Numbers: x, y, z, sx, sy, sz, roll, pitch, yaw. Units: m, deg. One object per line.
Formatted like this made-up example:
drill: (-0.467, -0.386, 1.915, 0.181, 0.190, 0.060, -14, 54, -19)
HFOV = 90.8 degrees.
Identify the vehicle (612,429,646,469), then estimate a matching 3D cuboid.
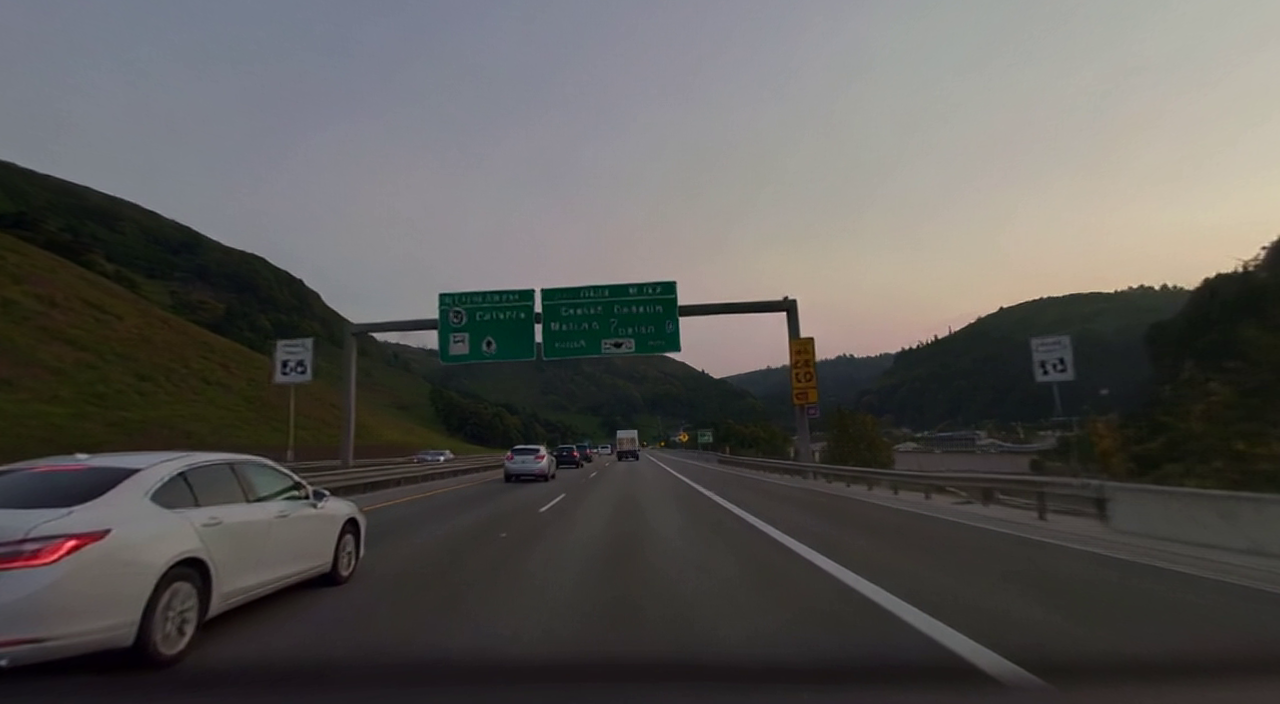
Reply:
vehicle: (-0.714, 6.909, 44.749, 2.227, 2.611, 5.900, 0, -9, 0)

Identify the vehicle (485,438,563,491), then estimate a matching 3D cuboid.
vehicle: (-4.069, 4.025, 22.883, 2.073, 1.694, 4.162, 0, -9, 0)

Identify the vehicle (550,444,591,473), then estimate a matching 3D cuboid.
vehicle: (-4.164, 6.424, 38.333, 2.044, 1.624, 4.032, 0, -9, 0)

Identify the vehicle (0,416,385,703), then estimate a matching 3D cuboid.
vehicle: (-3.775, 1.301, 4.578, 1.988, 1.440, 4.504, 0, -9, -1)
